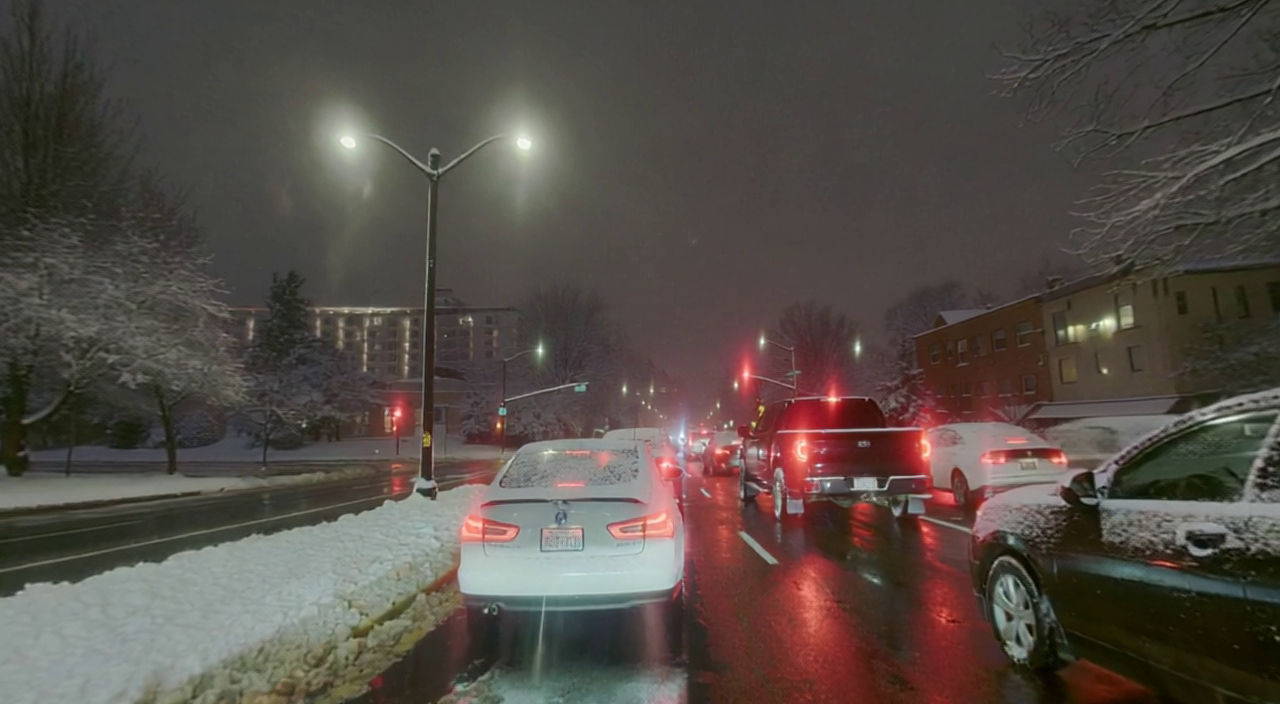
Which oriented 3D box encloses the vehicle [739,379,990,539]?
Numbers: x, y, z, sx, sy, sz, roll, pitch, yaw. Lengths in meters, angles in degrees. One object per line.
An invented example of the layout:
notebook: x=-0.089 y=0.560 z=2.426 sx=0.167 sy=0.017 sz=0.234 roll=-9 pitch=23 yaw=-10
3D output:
vehicle: x=3.544 y=1.900 z=11.631 sx=2.497 sy=2.186 sz=5.890 roll=0 pitch=-8 yaw=0

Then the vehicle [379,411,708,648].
vehicle: x=-0.577 y=1.487 z=6.336 sx=2.172 sy=1.536 sz=4.250 roll=0 pitch=-9 yaw=2

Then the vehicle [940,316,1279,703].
vehicle: x=3.158 y=0.746 z=2.080 sx=2.024 sy=1.723 sz=4.714 roll=0 pitch=-9 yaw=1
